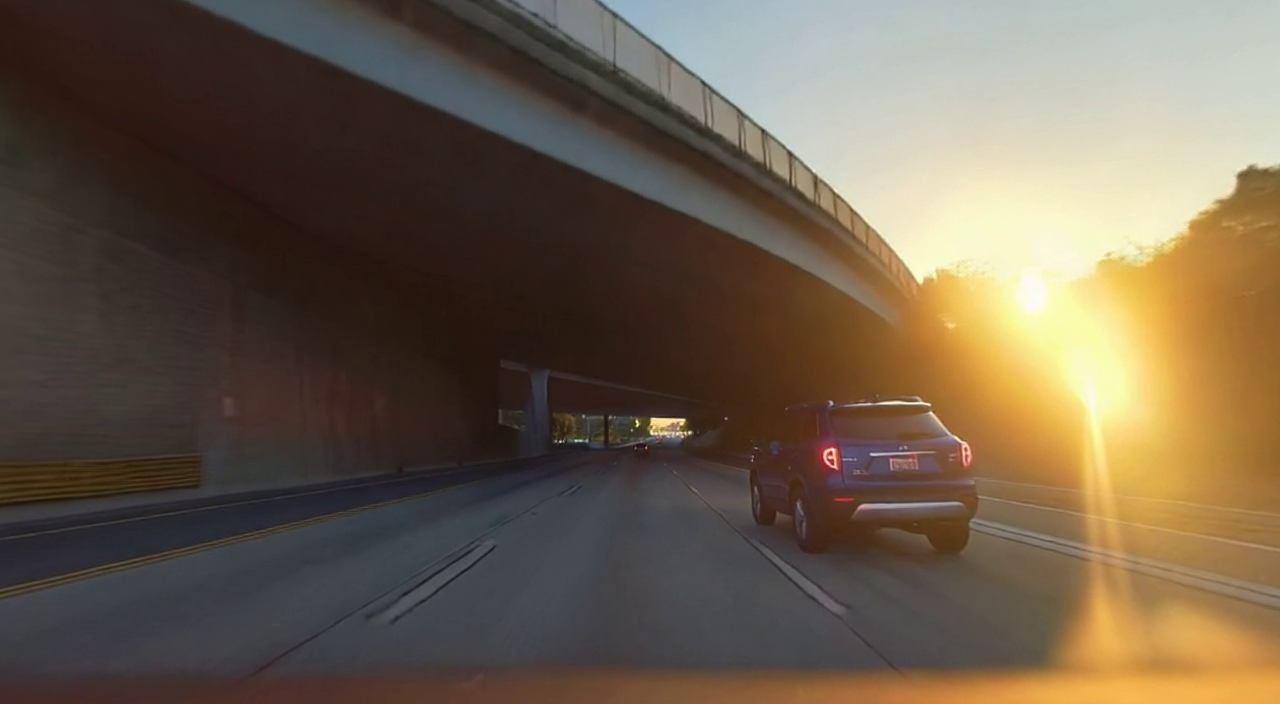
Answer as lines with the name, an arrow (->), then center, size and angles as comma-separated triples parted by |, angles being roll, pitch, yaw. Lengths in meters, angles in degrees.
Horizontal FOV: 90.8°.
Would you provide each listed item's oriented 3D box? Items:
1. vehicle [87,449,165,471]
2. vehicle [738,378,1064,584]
vehicle -> -38.179, 8.026, 47.099 | 1.831, 1.480, 4.817 | 0, -9, -2
vehicle -> 2.869, 1.588, 8.539 | 2.155, 1.918, 4.945 | 0, -9, -1
